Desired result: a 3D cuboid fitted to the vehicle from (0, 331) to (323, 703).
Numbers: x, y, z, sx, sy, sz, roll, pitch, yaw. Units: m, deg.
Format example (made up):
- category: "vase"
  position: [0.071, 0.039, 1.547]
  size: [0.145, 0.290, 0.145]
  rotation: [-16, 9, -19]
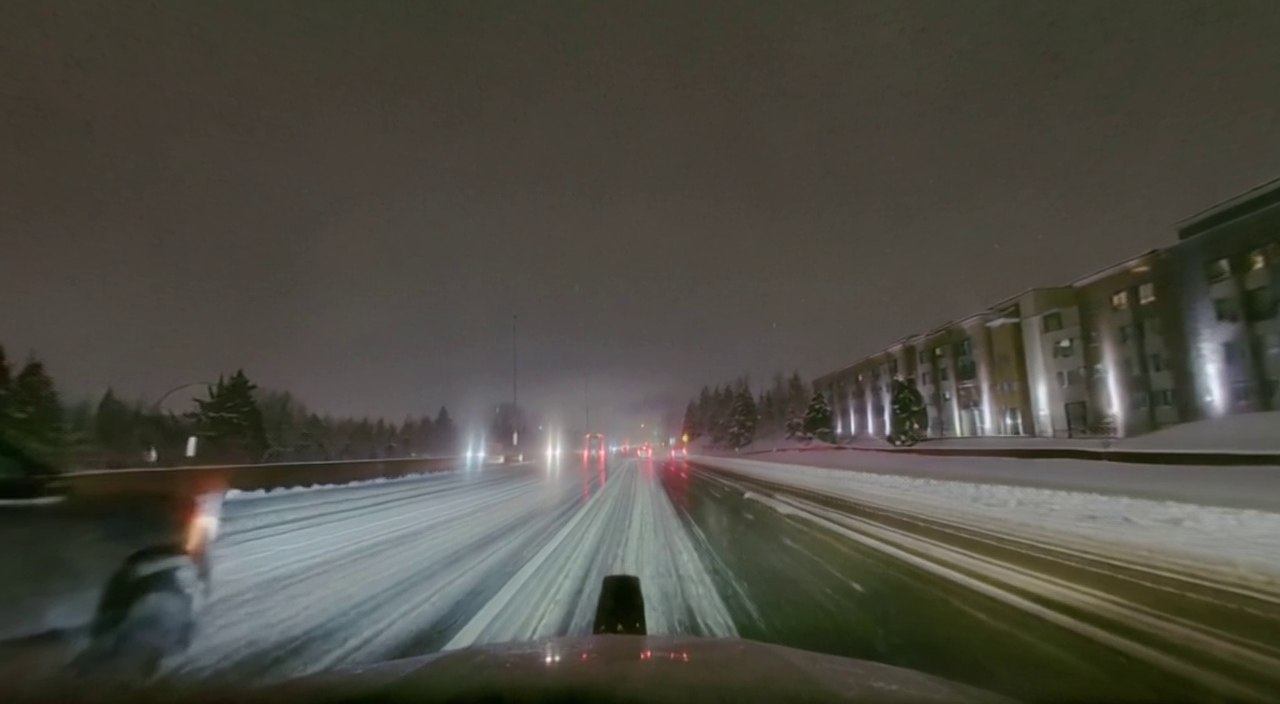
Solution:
- category: "vehicle"
  position: [-3.346, 0.772, 2.087]
  size: [2.075, 1.721, 4.763]
  rotation: [0, -9, 0]
